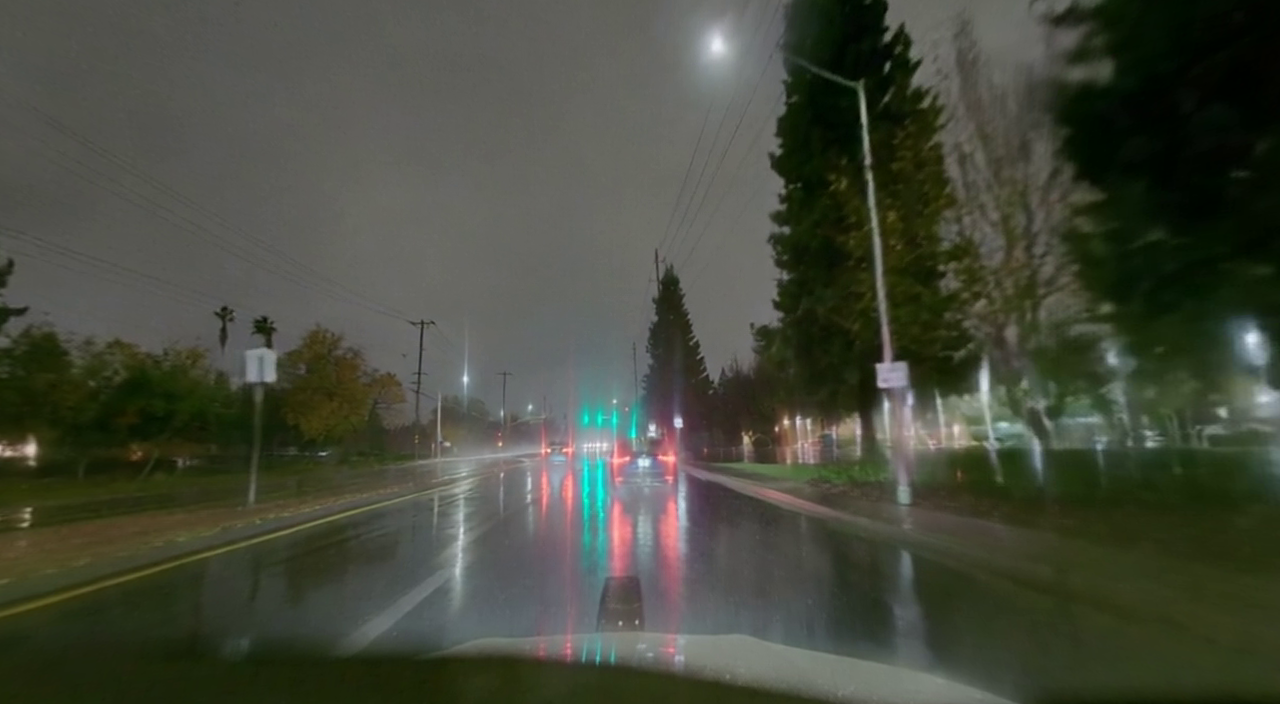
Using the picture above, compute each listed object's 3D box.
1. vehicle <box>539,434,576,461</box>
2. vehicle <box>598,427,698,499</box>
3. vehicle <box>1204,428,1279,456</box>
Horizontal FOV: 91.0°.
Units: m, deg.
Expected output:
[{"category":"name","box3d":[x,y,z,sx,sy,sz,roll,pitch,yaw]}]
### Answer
[{"category":"vehicle","box3d":[-5.713,6.637,43.898,2.189,1.776,4.342,0,-8,-3]},{"category":"vehicle","box3d":[0.024,2.837,16.609,2.235,1.597,4.918,0,-8,-4]},{"category":"vehicle","box3d":[34.659,4.998,35.066,1.867,1.471,4.788,0,-8,-2]}]
